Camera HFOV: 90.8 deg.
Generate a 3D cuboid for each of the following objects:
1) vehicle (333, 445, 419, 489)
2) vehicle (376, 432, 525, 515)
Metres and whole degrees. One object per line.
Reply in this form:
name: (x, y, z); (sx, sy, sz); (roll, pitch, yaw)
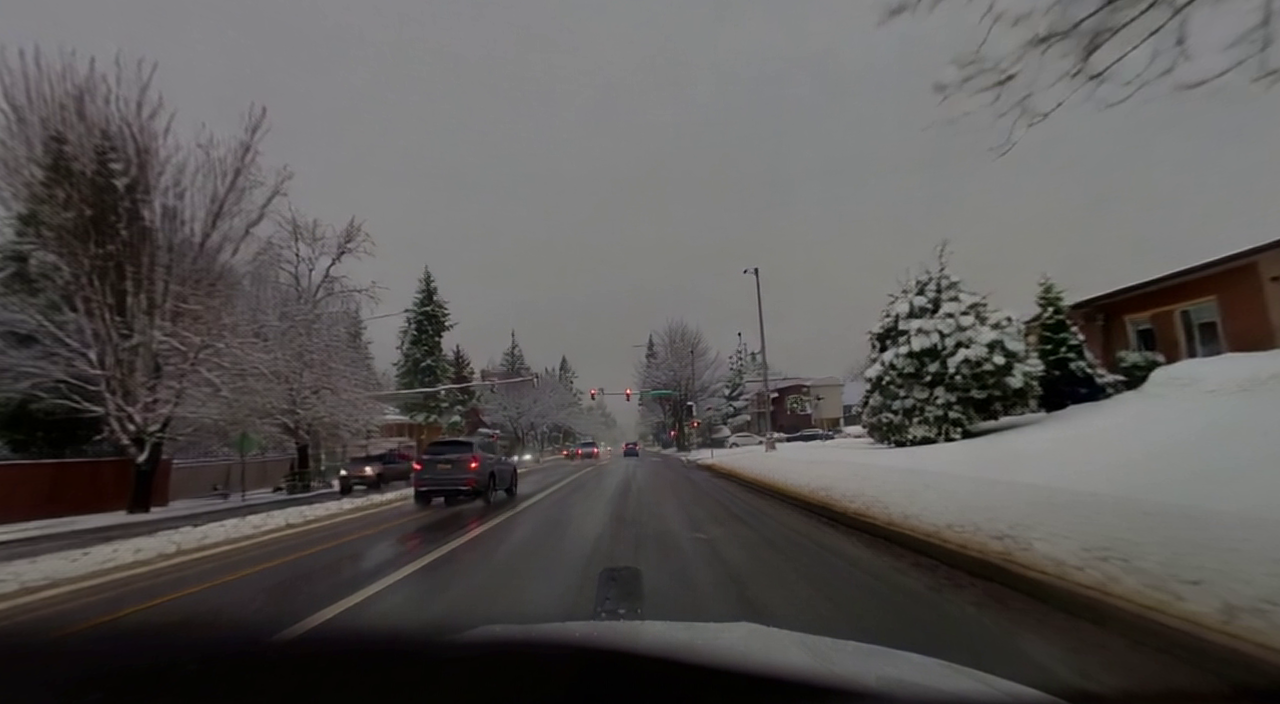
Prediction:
vehicle: (-14.586, 6.357, 35.393); (2.263, 2.211, 6.122); (0, -8, -1)
vehicle: (-4.375, 2.873, 15.502); (2.169, 1.706, 4.638); (0, -8, 0)
